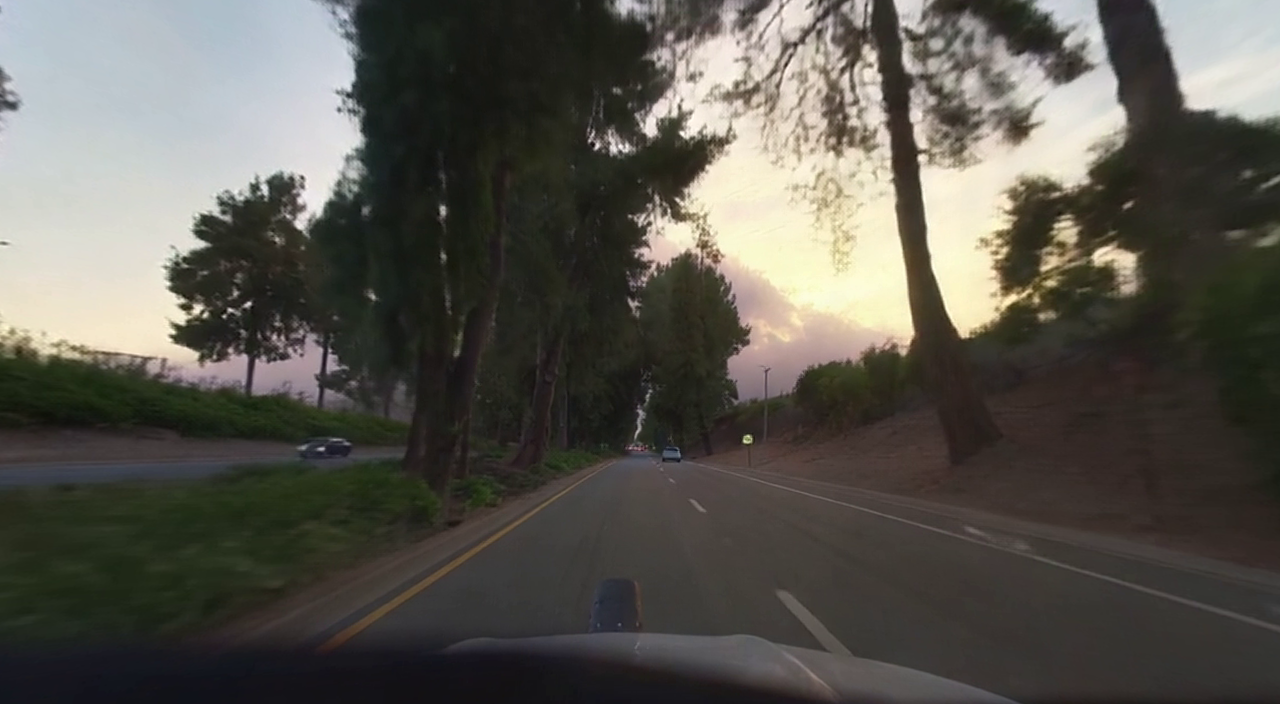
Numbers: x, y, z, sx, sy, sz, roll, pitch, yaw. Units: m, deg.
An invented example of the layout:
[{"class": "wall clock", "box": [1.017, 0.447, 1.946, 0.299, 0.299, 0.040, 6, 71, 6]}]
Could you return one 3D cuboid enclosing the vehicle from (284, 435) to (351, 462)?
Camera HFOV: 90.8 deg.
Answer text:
[{"class": "vehicle", "box": [-22.332, 6.714, 44.030, 2.055, 1.776, 4.879, 0, -9, 0]}]
